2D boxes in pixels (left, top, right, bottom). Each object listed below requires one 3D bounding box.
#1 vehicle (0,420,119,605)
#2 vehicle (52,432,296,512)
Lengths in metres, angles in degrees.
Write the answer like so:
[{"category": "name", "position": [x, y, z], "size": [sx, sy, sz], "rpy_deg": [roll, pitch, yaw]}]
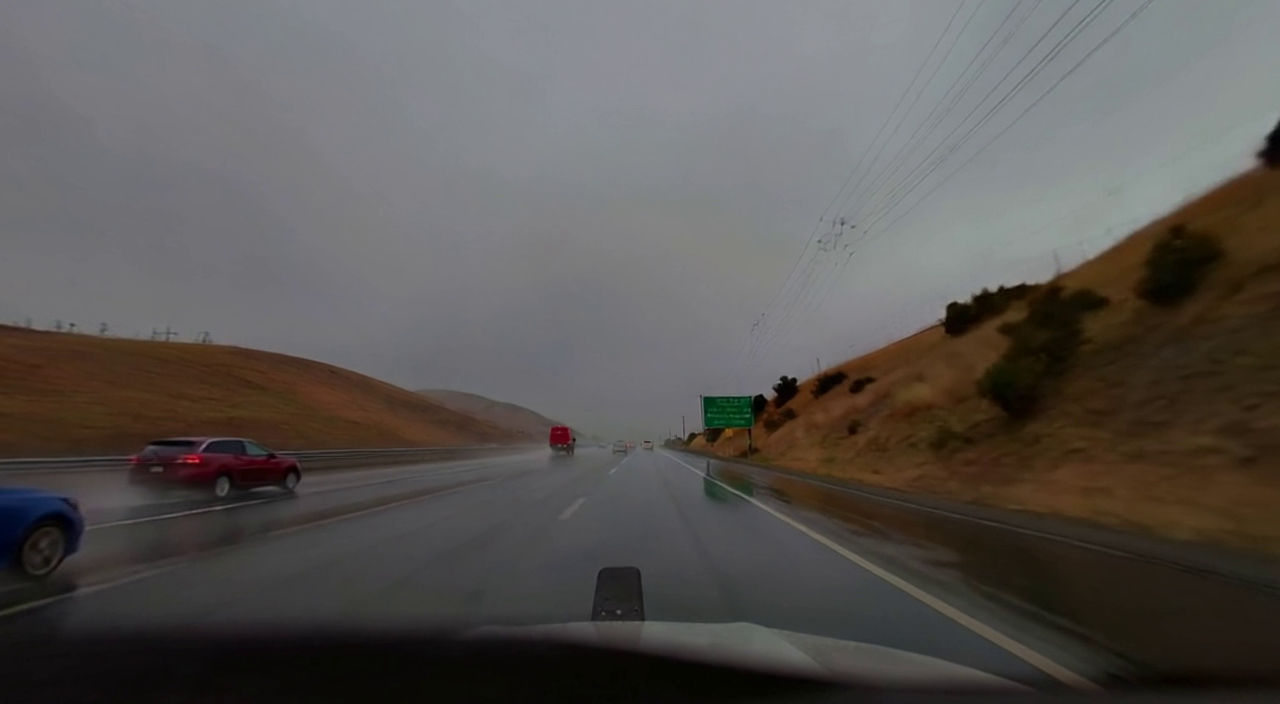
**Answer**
[{"category": "vehicle", "position": [-6.184, 1.097, 3.820], "size": [1.955, 1.469, 4.554], "rpy_deg": [0, -8, 4]}, {"category": "vehicle", "position": [-10.642, 2.749, 15.023], "size": [1.971, 1.558, 4.847], "rpy_deg": [0, -8, 2]}]
